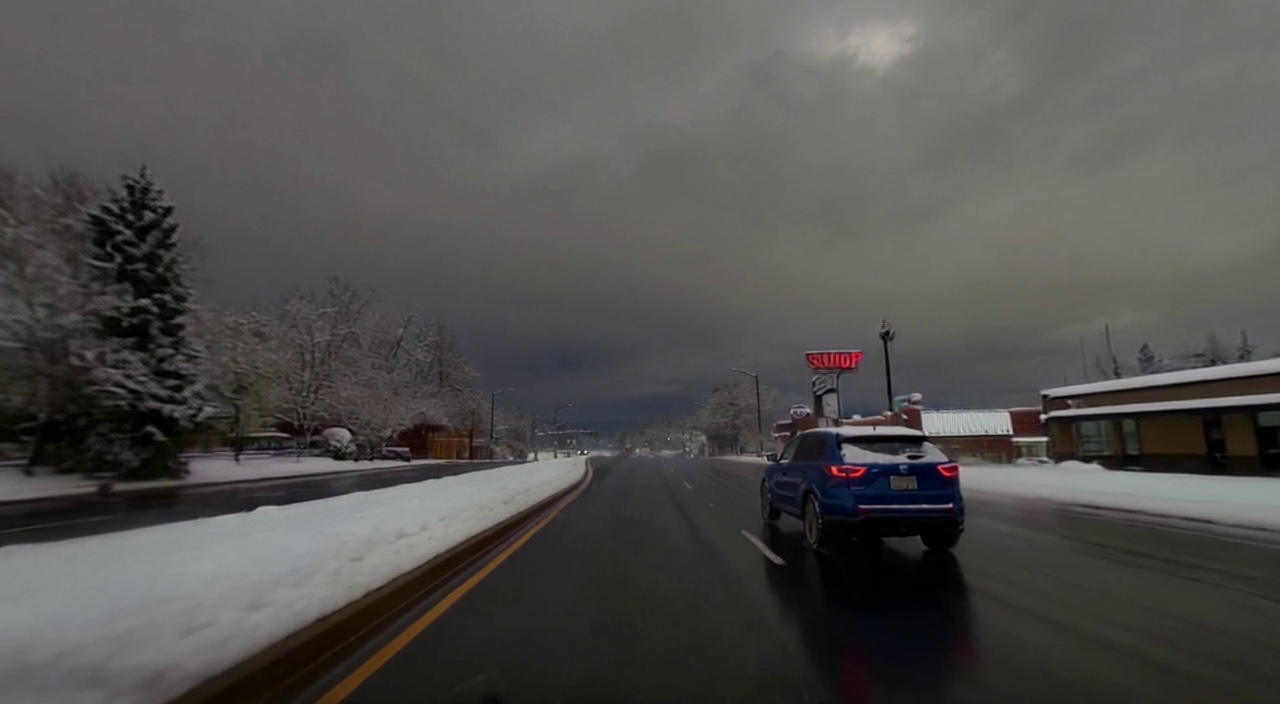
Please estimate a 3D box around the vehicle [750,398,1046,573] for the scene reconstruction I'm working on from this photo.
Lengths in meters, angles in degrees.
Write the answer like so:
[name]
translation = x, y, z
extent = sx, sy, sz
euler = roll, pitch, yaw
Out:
[vehicle]
translation = 3.068, 1.713, 8.880
extent = 2.130, 1.790, 4.615
euler = 0, -8, -1
